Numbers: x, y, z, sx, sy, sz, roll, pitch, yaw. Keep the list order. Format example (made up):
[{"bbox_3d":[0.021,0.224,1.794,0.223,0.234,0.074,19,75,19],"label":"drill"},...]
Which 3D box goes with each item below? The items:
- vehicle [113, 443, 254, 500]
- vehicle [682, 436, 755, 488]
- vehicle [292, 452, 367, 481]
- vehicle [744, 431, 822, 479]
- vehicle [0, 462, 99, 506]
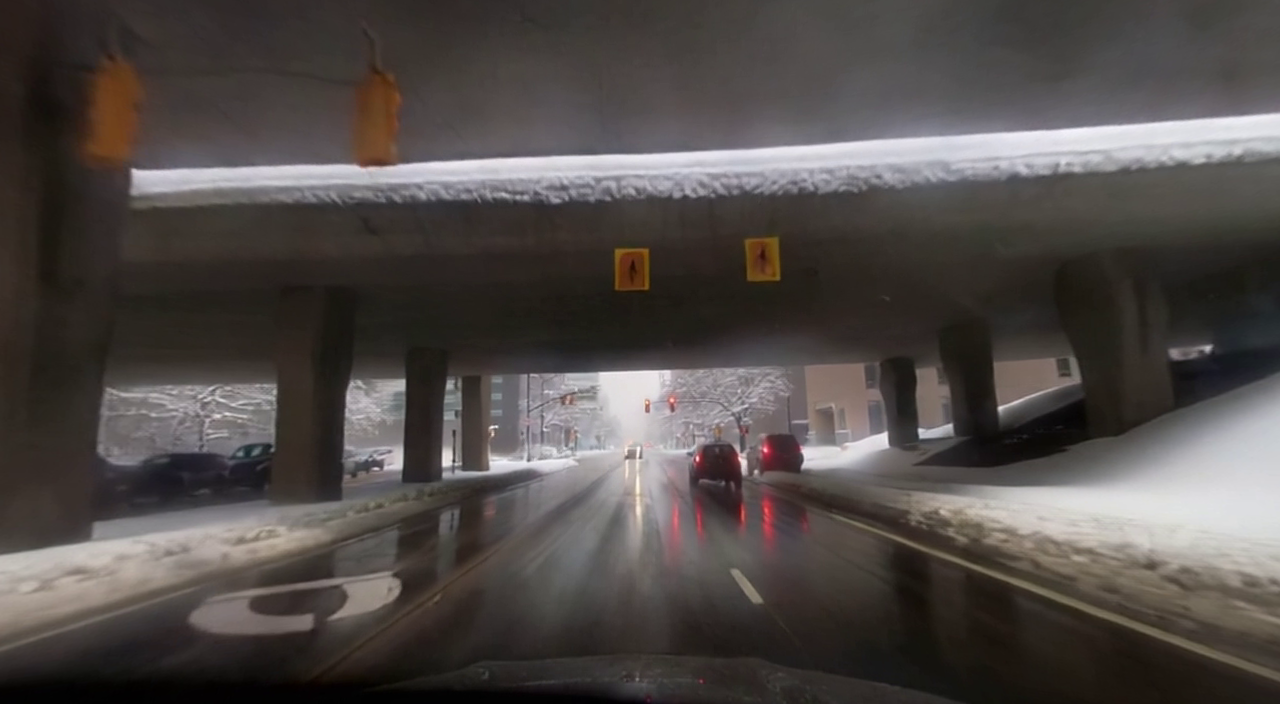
[{"bbox_3d":[-18.006,4.689,25.244,2.167,2.024,4.589,0,-8,0],"label":"vehicle"},{"bbox_3d":[2.554,3.677,21.346,1.947,1.576,3.825,0,-8,0],"label":"vehicle"},{"bbox_3d":[-17.800,6.541,36.400,1.985,1.505,4.275,-1,-8,2],"label":"vehicle"},{"bbox_3d":[6.859,5.024,31.094,2.433,2.116,5.789,0,-8,-1],"label":"vehicle"},{"bbox_3d":[-24.589,5.168,24.821,2.128,1.493,4.955,-1,-8,2],"label":"vehicle"}]
